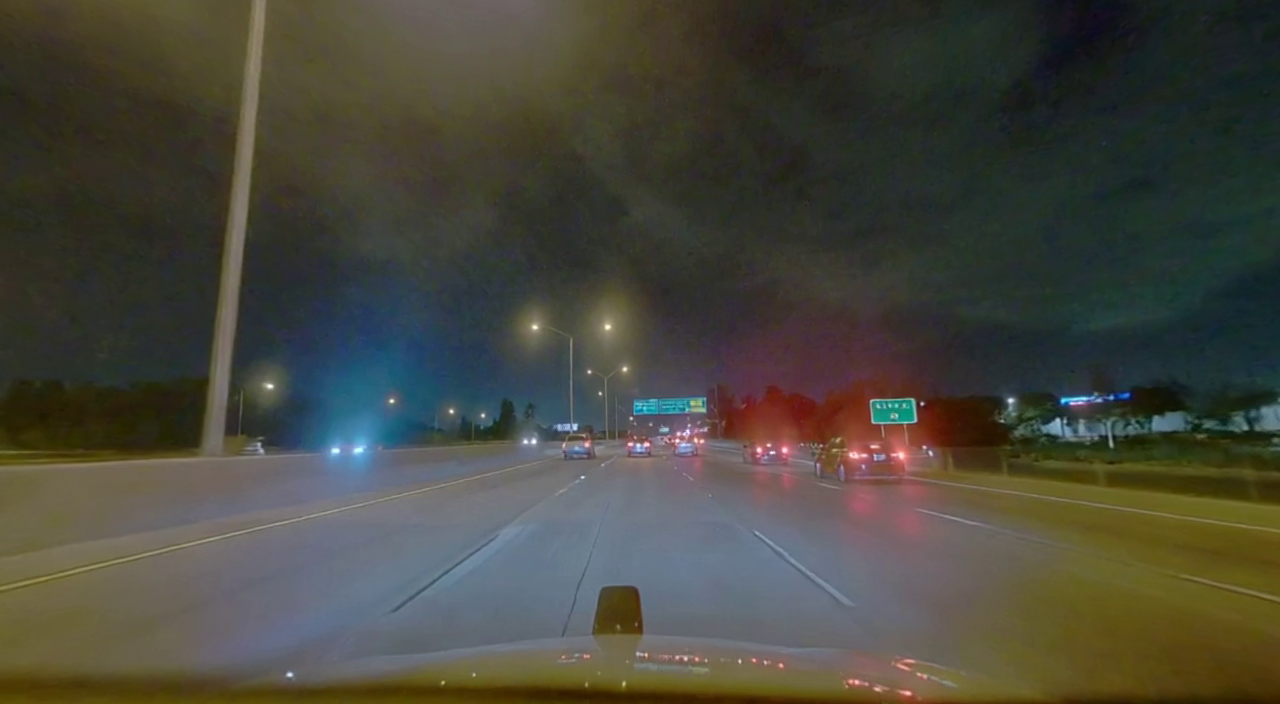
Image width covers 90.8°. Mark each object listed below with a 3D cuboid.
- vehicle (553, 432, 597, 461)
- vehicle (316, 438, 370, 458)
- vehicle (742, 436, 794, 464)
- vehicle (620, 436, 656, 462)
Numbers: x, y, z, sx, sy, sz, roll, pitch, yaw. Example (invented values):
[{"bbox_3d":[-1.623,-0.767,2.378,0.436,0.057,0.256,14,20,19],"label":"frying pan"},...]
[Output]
[{"bbox_3d":[-3.902,5.836,38.860,2.123,1.661,4.601,0,-8,1],"label":"vehicle"},{"bbox_3d":[-22.937,7.458,48.989,1.970,1.465,4.722,0,-9,0],"label":"vehicle"},{"bbox_3d":[7.281,5.639,36.437,1.935,1.478,4.433,0,-9,-1],"label":"vehicle"},{"bbox_3d":[-0.134,5.731,37.298,1.985,1.457,4.227,0,-8,0],"label":"vehicle"}]
